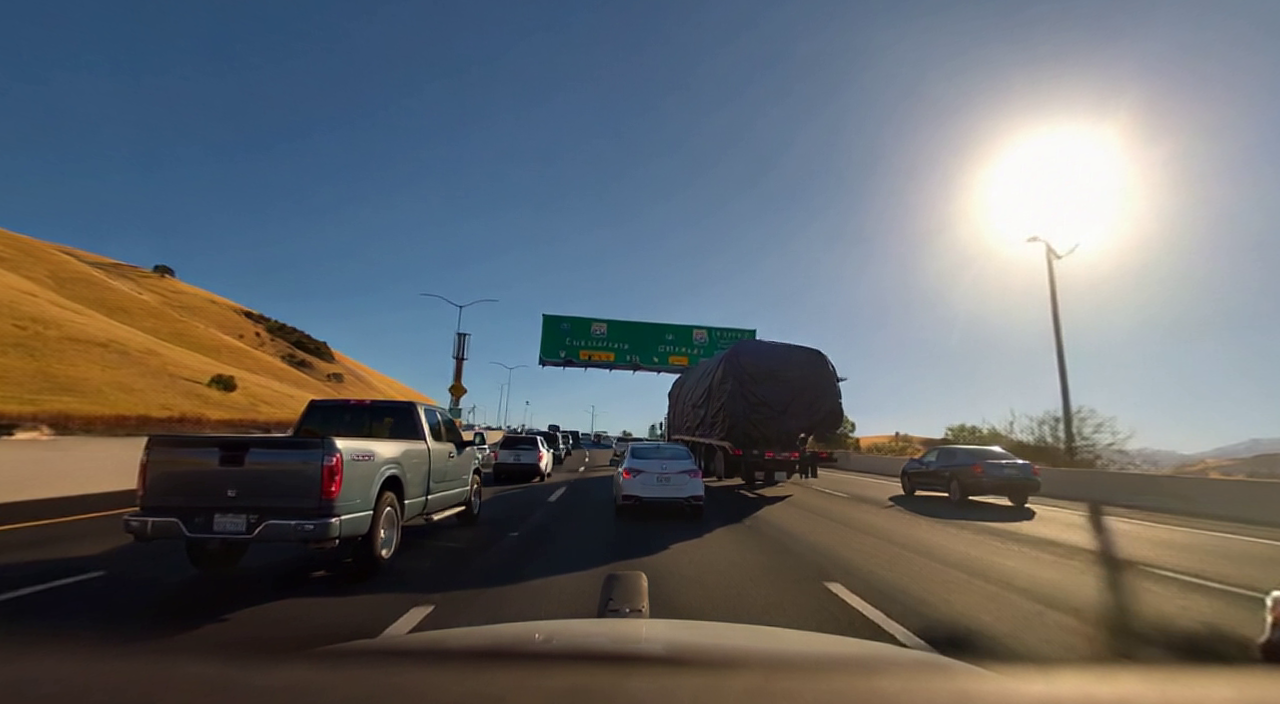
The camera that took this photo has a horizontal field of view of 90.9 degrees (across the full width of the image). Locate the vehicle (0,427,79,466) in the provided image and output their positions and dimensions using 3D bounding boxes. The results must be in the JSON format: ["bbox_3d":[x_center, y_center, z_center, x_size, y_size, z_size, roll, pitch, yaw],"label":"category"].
[{"bbox_3d":[-25.985,3.874,25.821,2.028,1.489,4.510,0,-8,-3],"label":"vehicle"}]

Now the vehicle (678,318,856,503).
[{"bbox_3d":[3.122,2.051,19.464,2.759,4.098,10.906,0,-8,-2],"label":"vehicle"}]

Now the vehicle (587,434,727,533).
[{"bbox_3d":[0.199,2.271,11.558,2.105,1.471,3.978,0,-8,-2],"label":"vehicle"}]

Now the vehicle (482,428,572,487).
[{"bbox_3d":[-3.788,3.636,22.166,2.348,1.821,5.061,0,-8,-1],"label":"vehicle"}]

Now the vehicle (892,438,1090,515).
[{"bbox_3d":[7.755,2.764,14.556,2.092,1.495,4.194,0,-8,-1],"label":"vehicle"}]

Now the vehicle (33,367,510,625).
[{"bbox_3d":[-3.286,1.444,7.424,2.318,1.902,5.374,0,-8,1],"label":"vehicle"}]
